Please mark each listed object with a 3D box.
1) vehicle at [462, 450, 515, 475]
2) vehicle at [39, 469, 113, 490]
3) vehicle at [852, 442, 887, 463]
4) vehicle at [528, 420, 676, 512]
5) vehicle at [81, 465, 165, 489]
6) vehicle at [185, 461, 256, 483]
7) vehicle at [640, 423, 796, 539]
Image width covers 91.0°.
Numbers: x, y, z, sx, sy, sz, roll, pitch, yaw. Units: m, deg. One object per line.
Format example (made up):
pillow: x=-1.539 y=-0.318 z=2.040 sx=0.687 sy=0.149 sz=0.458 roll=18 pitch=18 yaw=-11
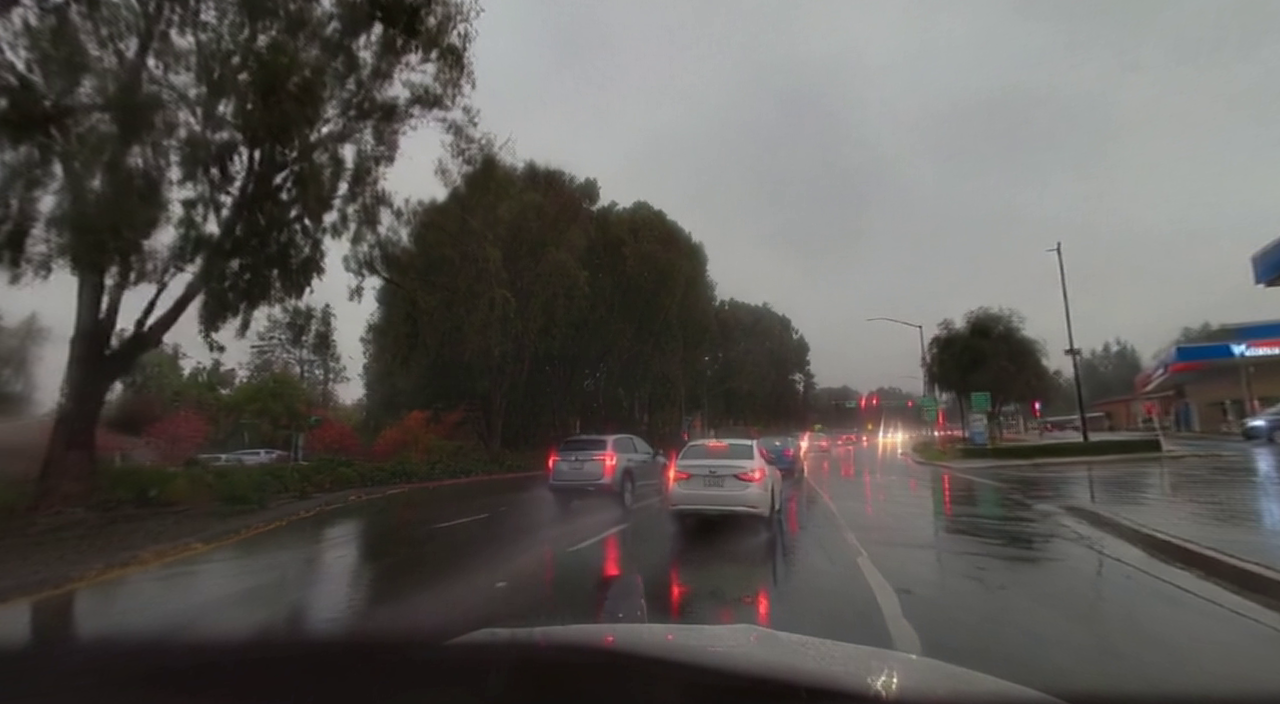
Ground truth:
vehicle: x=-11.124 y=8.146 z=46.509 sx=1.926 sy=1.693 sz=4.445 roll=-2 pitch=-9 yaw=14
vehicle: x=-41.771 y=9.427 z=46.686 sx=1.603 sy=1.398 sz=3.616 roll=-6 pitch=-10 yaw=27
vehicle: x=17.326 y=7.590 z=47.595 sx=1.916 sy=1.462 sz=4.487 roll=-2 pitch=-9 yaw=13
vehicle: x=-0.656 y=2.602 z=14.813 sx=2.102 sy=1.774 sz=4.662 roll=-2 pitch=-9 yaw=15
vehicle: x=-34.260 y=8.258 z=41.738 sx=4.384 sy=1.490 sz=2.031 roll=-2 pitch=-9 yaw=15
vehicle: x=-31.807 y=9.057 z=47.697 sx=4.507 sy=1.533 sz=1.999 roll=-3 pitch=-9 yaw=19
vehicle: x=1.532 y=2.098 z=10.894 sx=2.060 sy=1.580 sz=3.980 roll=-2 pitch=-9 yaw=16
